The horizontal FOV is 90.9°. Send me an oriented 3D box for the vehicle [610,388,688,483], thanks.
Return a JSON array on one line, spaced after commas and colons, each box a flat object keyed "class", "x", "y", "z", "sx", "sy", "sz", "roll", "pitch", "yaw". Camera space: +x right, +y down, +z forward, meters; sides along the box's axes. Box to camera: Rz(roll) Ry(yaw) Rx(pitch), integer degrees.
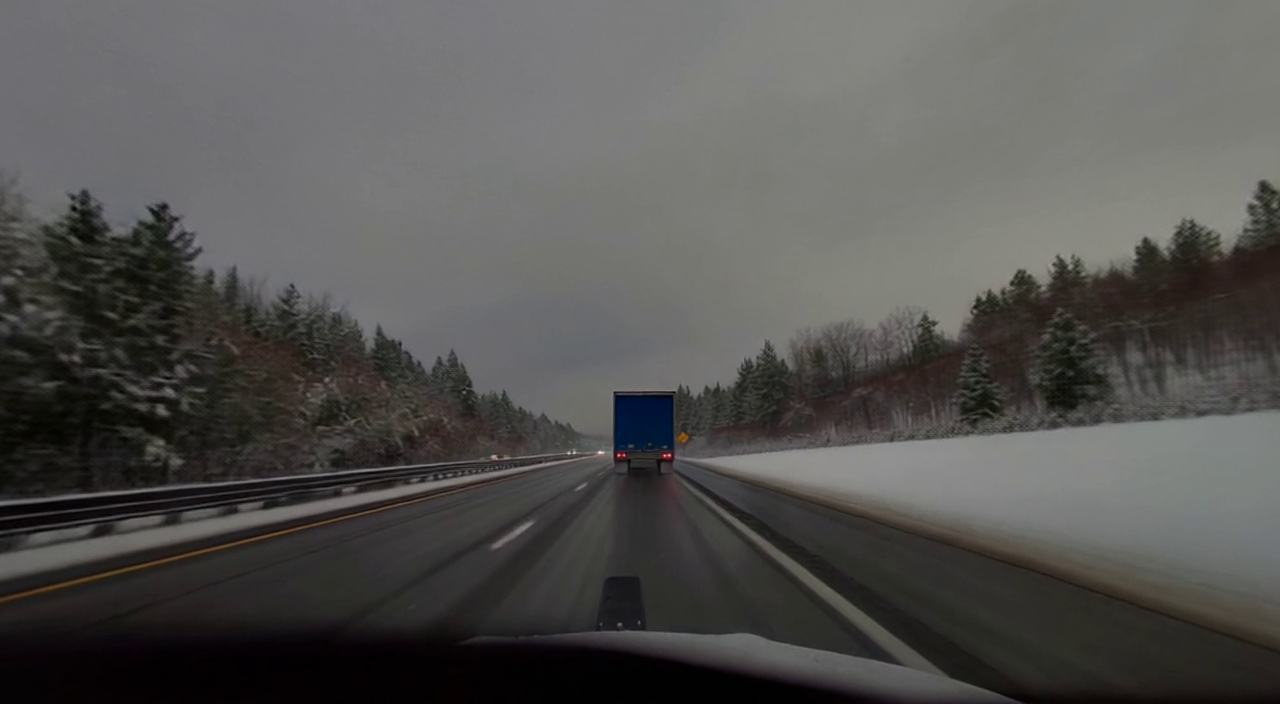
[{"class": "vehicle", "x": 0.205, "y": 3.791, "z": 27.962, "sx": 2.913, "sy": 3.530, "sz": 8.648, "roll": 0, "pitch": -9, "yaw": -2}]
